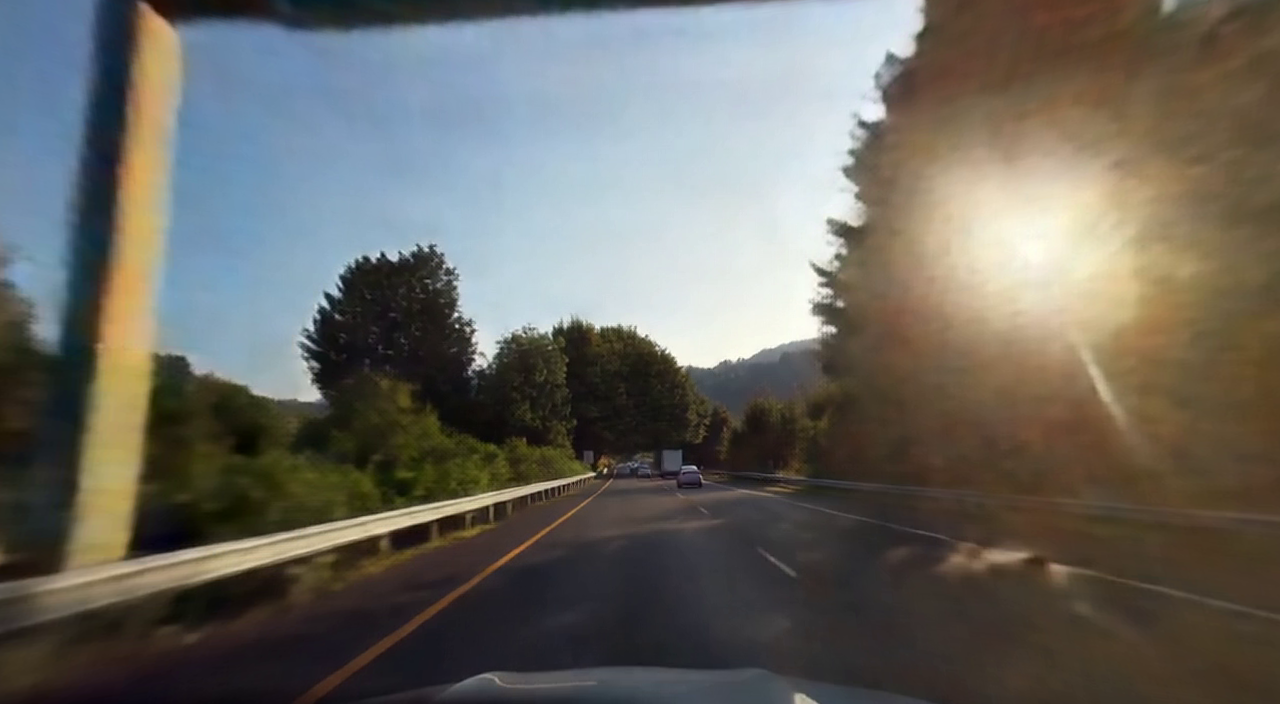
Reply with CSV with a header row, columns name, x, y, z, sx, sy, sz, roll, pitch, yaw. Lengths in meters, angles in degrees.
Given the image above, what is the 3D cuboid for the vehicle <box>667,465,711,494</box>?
name,x,y,z,sx,sy,sz,roll,pitch,yaw
vehicle,2.674,7.139,35.392,1.976,1.467,3.783,1,-11,-3

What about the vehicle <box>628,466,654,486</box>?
name,x,y,z,sx,sy,sz,roll,pitch,yaw
vehicle,0.038,9.741,49.705,1.980,1.483,3.865,1,-11,-1
